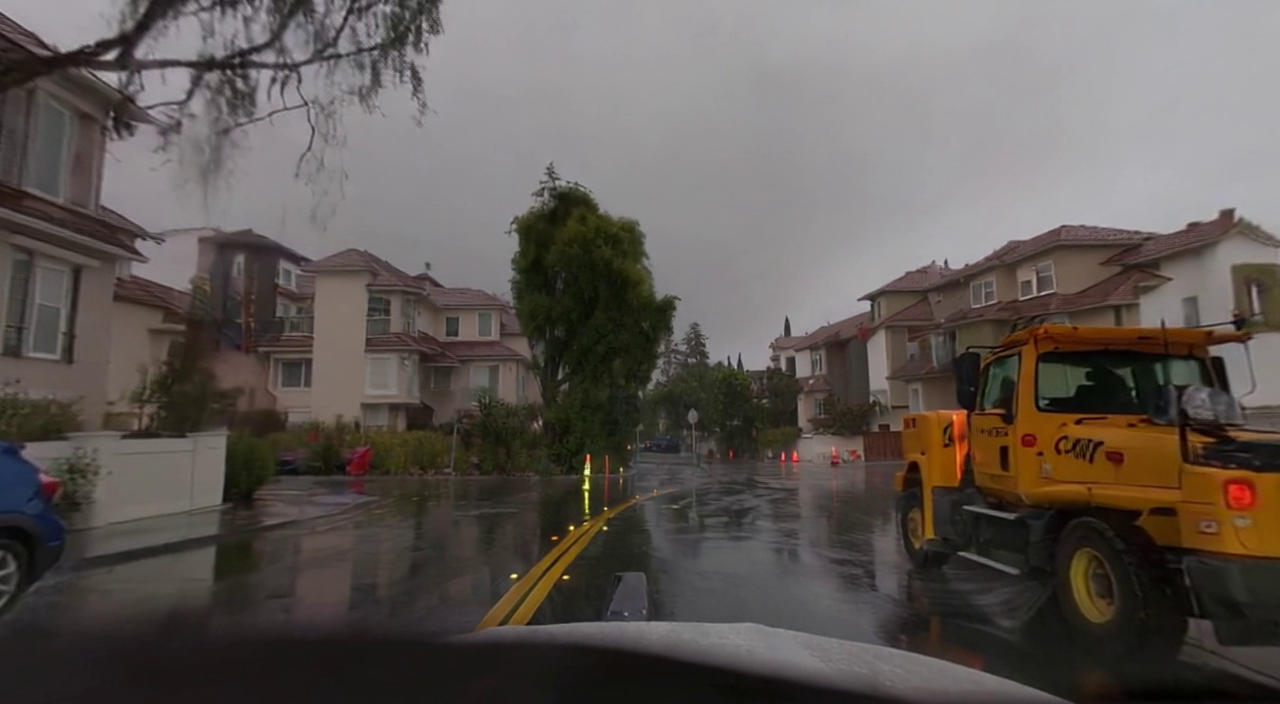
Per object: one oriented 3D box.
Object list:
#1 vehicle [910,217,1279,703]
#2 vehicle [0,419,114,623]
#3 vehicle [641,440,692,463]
[{"bbox_3d":[4.337,0.816,5.082,2.501,2.613,3.505,0,-9,-4],"label":"vehicle"},{"bbox_3d":[-6.729,1.303,4.205,2.220,1.765,4.799,0,-8,1],"label":"vehicle"},{"bbox_3d":[1.911,7.247,46.124,3.629,1.578,1.802,0,-8,-1],"label":"vehicle"}]
